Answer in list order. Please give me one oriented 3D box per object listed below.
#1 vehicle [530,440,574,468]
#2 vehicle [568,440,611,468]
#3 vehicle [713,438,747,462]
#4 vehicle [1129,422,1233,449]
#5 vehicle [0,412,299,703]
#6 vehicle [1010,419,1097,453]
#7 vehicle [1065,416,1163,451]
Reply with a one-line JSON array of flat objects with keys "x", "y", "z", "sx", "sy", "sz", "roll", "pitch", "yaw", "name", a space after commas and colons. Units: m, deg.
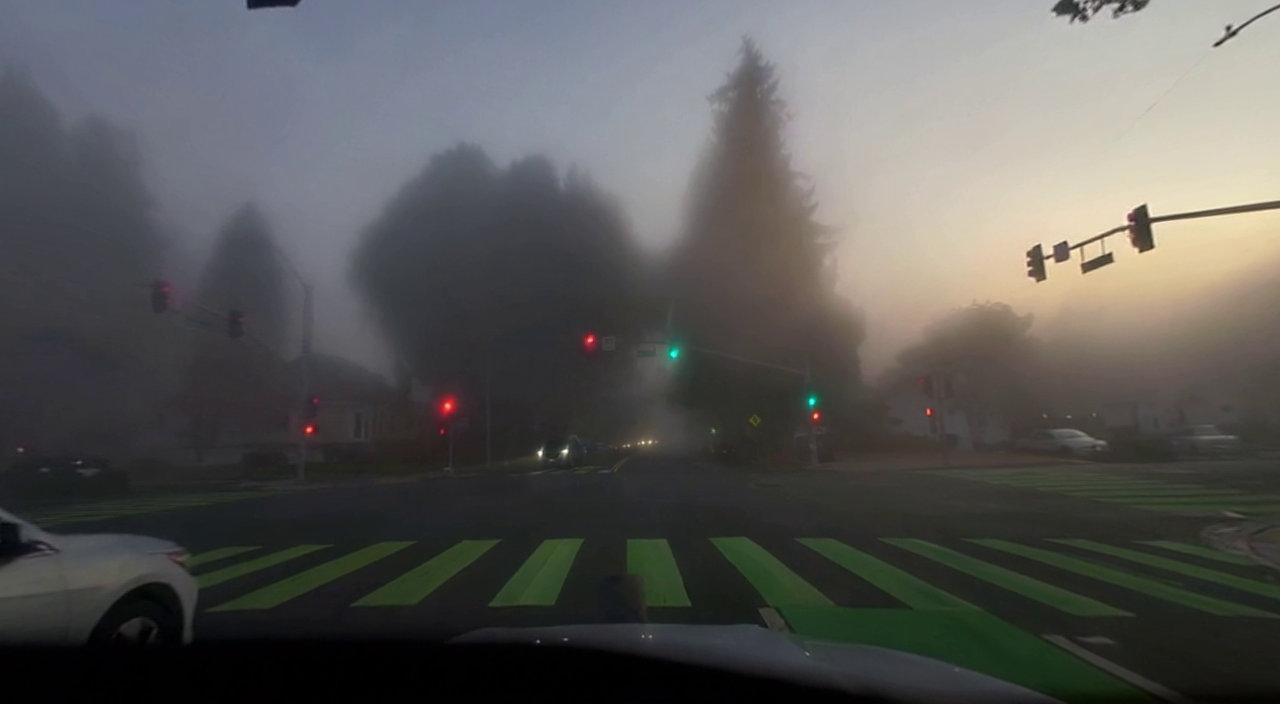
[{"x": -5.585, "y": 6.554, "z": 40.521, "sx": 1.982, "sy": 1.686, "sz": 4.195, "roll": -1, "pitch": -8, "yaw": 4, "name": "vehicle"}, {"x": -2.862, "y": 5.898, "z": 36.552, "sx": 1.982, "sy": 1.472, "sz": 4.103, "roll": -1, "pitch": -8, "yaw": 2, "name": "vehicle"}, {"x": 6.291, "y": 6.890, "z": 44.379, "sx": 1.891, "sy": 1.584, "sz": 3.802, "roll": 0, "pitch": -8, "yaw": 1, "name": "vehicle"}, {"x": 30.240, "y": 4.743, "z": 35.406, "sx": 1.837, "sy": 1.396, "sz": 4.695, "roll": -1, "pitch": -8, "yaw": 3, "name": "vehicle"}, {"x": -3.403, "y": 0.929, "z": 2.012, "sx": 1.904, "sy": 1.489, "sz": 4.746, "roll": 0, "pitch": -8, "yaw": 1, "name": "vehicle"}, {"x": 23.270, "y": 4.804, "z": 35.695, "sx": 1.964, "sy": 1.759, "sz": 4.583, "roll": -1, "pitch": -8, "yaw": 3, "name": "vehicle"}, {"x": 26.444, "y": 4.633, "z": 35.340, "sx": 2.033, "sy": 1.821, "sz": 4.542, "roll": 0, "pitch": -8, "yaw": 1, "name": "vehicle"}]
